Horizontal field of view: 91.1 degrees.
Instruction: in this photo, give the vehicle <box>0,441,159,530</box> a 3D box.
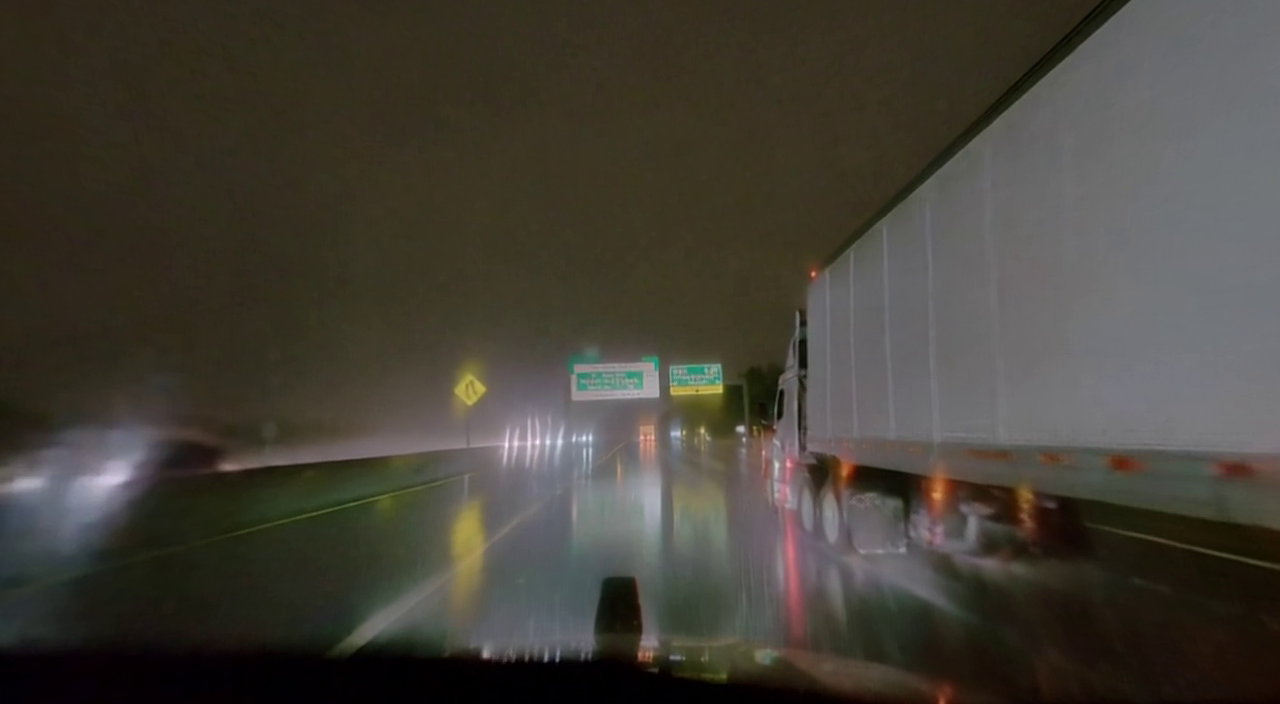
[{"bbox_3d":[-11.954,2.515,12.299,1.884,1.503,4.042,0,-8,-1],"label":"vehicle"}]
